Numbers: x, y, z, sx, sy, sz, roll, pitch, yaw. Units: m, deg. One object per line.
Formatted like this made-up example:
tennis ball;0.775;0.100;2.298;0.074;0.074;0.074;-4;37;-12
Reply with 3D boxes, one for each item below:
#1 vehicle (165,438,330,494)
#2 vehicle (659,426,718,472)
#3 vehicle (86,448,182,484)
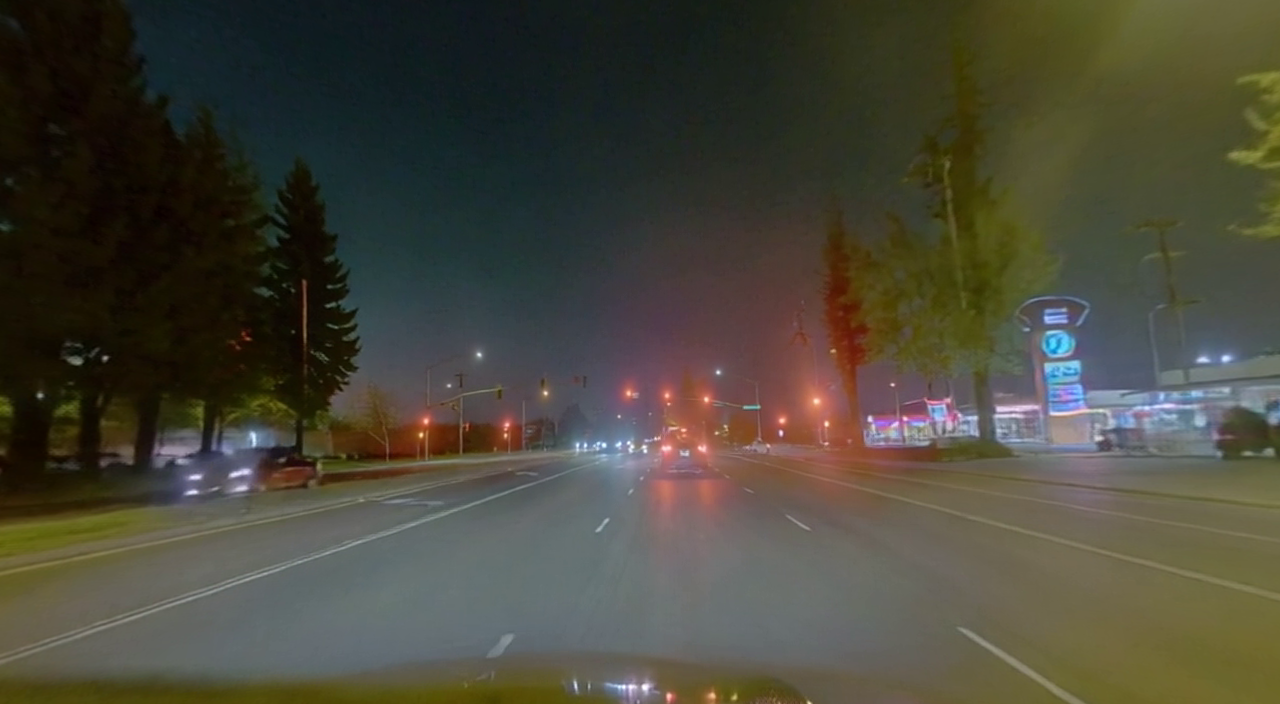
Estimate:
vehicle;-11.831;3.435;19.431;1.911;1.489;4.423;-1;-8;6
vehicle;1.923;3.988;26.060;2.213;1.715;4.242;0;-8;2
vehicle;-26.205;5.839;32.584;4.428;1.708;1.952;-4;-9;25
